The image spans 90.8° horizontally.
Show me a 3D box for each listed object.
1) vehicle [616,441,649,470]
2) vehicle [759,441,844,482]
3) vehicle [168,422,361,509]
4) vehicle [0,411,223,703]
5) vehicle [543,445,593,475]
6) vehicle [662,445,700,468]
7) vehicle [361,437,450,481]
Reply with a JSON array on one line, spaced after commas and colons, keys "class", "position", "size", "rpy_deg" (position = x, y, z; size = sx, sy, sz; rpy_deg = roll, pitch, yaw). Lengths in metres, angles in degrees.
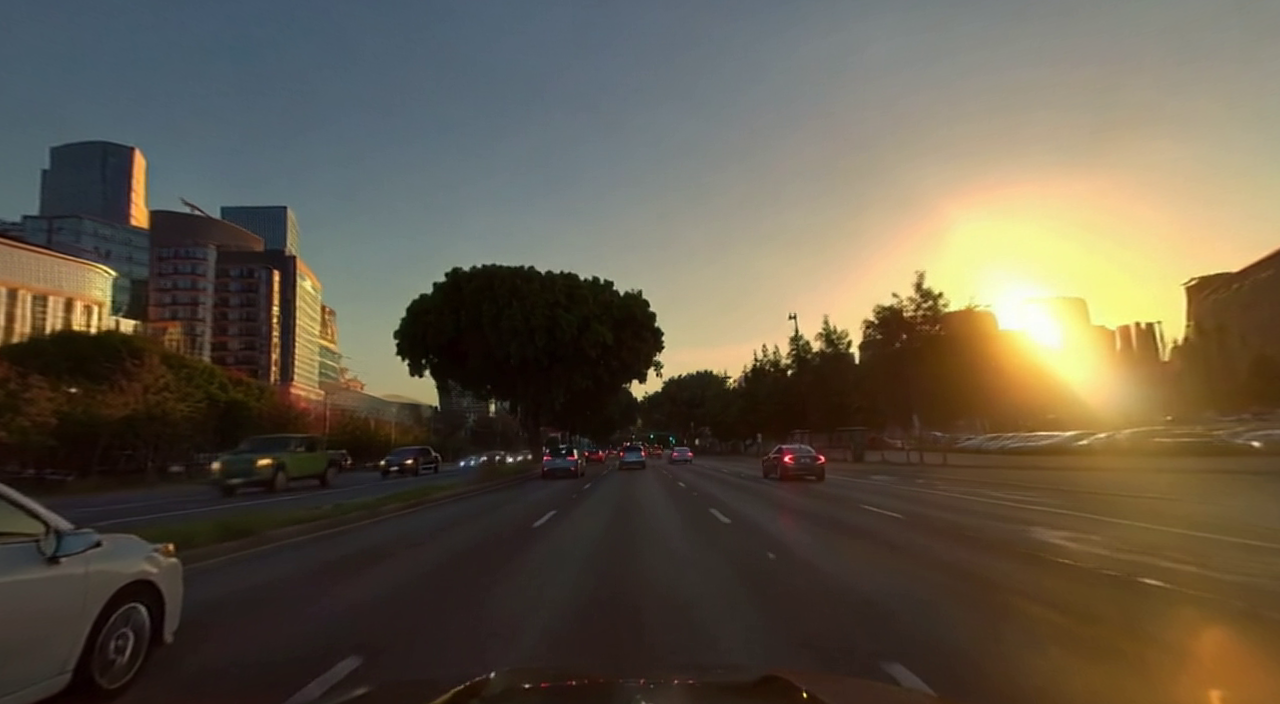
[{"class": "vehicle", "position": [-0.465, 6.584, 40.290], "size": [2.008, 1.716, 4.125], "rpy_deg": [0, -8, -1]}, {"class": "vehicle", "position": [6.184, 4.239, 24.815], "size": [2.028, 1.451, 4.625], "rpy_deg": [0, -8, -1]}, {"class": "vehicle", "position": [-9.283, 2.792, 16.221], "size": [2.185, 1.752, 4.599], "rpy_deg": [-4, -8, 0]}, {"class": "vehicle", "position": [-3.733, 0.877, 1.878], "size": [2.018, 1.476, 4.364], "rpy_deg": [0, -8, -1]}, {"class": "vehicle", "position": [-3.828, 5.833, 34.365], "size": [2.163, 1.474, 4.413], "rpy_deg": [0, -8, 1]}, {"class": "vehicle", "position": [2.617, 6.778, 41.131], "size": [2.014, 1.430, 4.103], "rpy_deg": [0, -8, -2]}, {"class": "vehicle", "position": [-9.539, 4.357, 26.107], "size": [2.026, 1.639, 4.496], "rpy_deg": [0, -8, -1]}]
